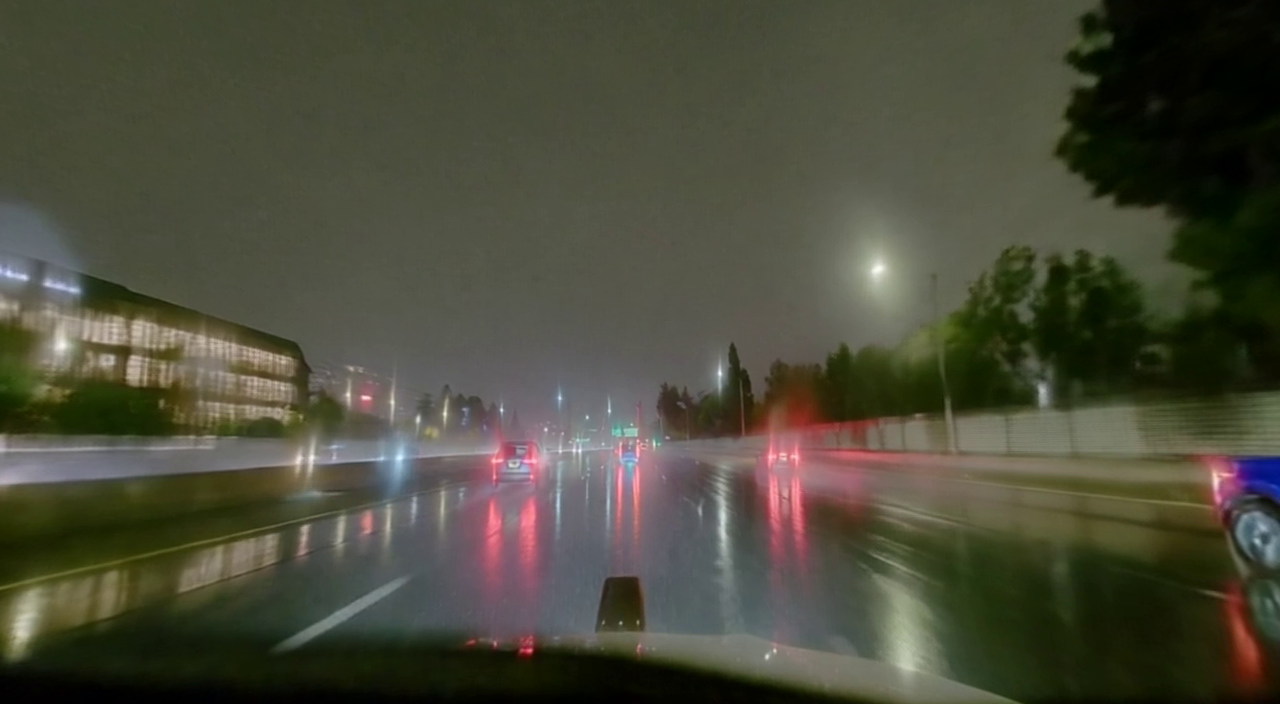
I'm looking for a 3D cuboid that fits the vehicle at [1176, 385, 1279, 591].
[{"bbox_3d":[6.698,0.996,4.204,2.028,1.801,4.741,0,-8,0],"label":"vehicle"}]

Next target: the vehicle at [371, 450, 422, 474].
[{"bbox_3d":[-17.952,8.098,46.865,2.089,1.621,4.267,0,-8,0],"label":"vehicle"}]

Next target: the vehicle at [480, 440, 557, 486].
[{"bbox_3d":[-4.227,3.948,22.791,1.886,1.465,4.625,0,-8,0],"label":"vehicle"}]

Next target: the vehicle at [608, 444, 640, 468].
[{"bbox_3d":[-1.021,6.723,41.118,1.997,1.485,4.094,0,-8,-1],"label":"vehicle"}]
